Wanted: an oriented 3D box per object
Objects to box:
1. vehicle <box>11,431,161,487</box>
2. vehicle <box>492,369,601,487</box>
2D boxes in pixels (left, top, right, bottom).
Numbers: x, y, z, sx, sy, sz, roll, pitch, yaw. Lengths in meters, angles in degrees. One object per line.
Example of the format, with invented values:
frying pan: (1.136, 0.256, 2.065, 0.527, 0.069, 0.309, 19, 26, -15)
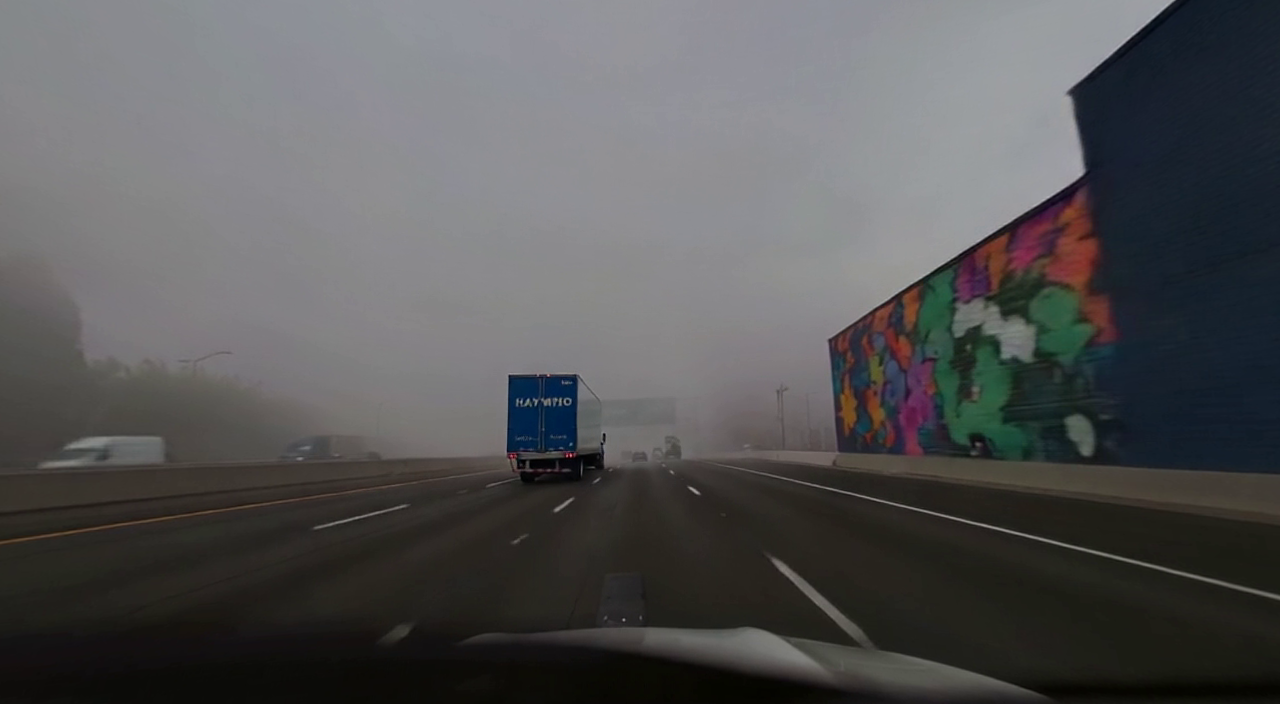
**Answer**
vehicle: (-28.411, 5.468, 32.744, 2.426, 2.602, 5.759, 0, -8, 1)
vehicle: (-3.512, 3.164, 26.376, 2.977, 4.048, 8.890, 0, -7, 1)
